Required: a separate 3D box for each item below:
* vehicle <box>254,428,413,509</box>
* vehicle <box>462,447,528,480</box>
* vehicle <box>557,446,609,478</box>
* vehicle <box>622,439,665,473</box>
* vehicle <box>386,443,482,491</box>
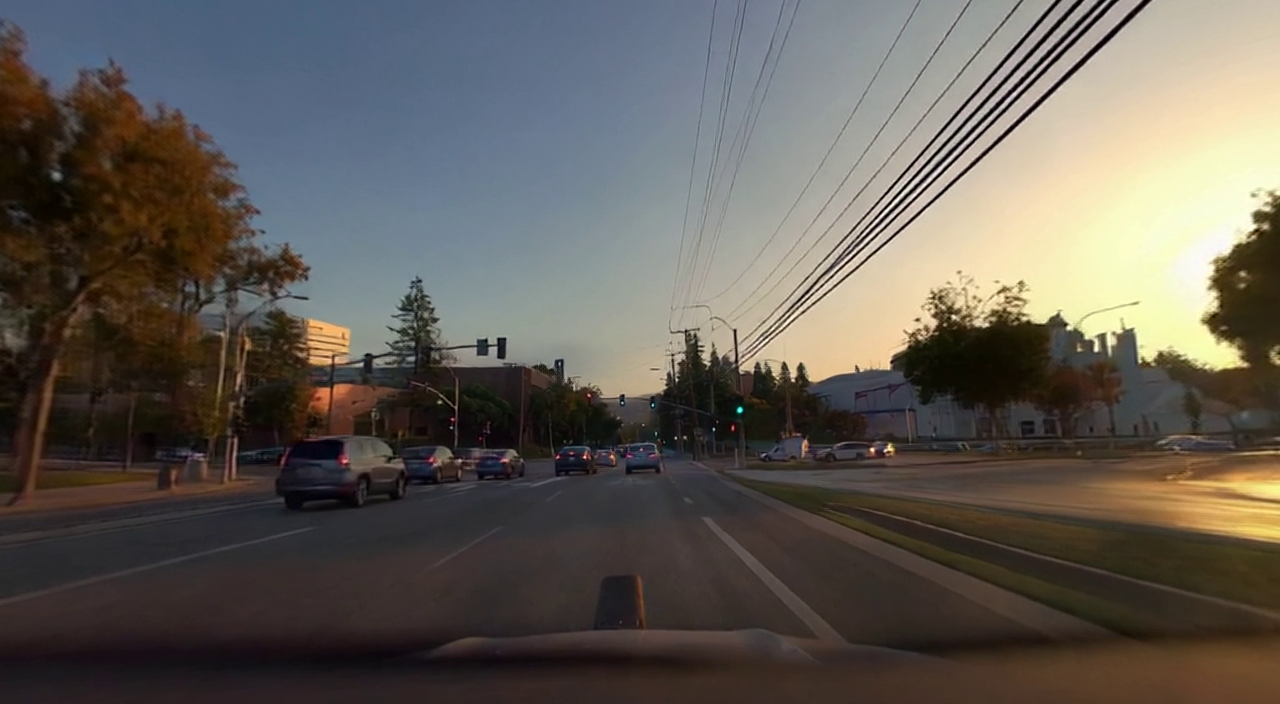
[{"bbox_3d":[-7.443,2.857,15.902,1.860,1.754,4.089,0,-8,1],"label":"vehicle"},{"bbox_3d":[-6.942,5.362,30.683,1.904,1.449,4.580,0,-8,3],"label":"vehicle"},{"bbox_3d":[-2.763,5.462,31.691,2.064,1.464,4.373,0,-8,2],"label":"vehicle"},{"bbox_3d":[0.292,6.079,37.211,2.276,1.850,3.897,-1,-8,4],"label":"vehicle"},{"bbox_3d":[-7.466,4.178,23.379,1.912,1.573,4.299,0,-8,3],"label":"vehicle"}]
